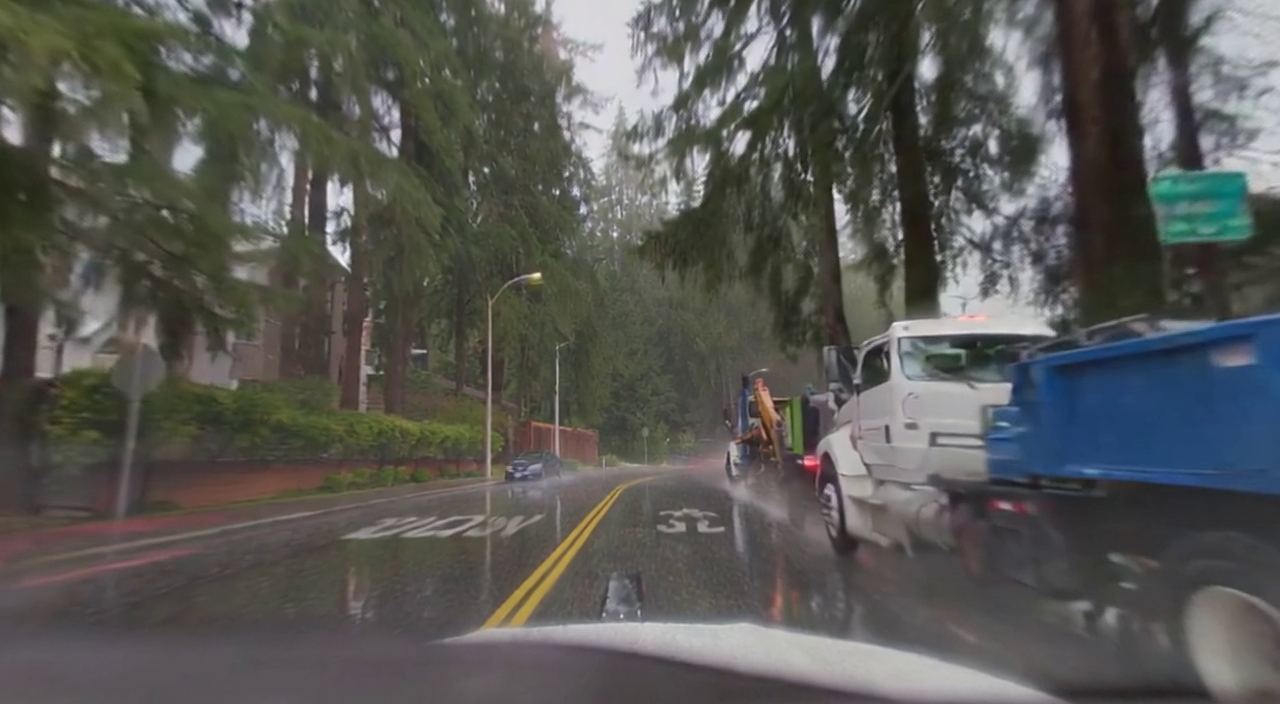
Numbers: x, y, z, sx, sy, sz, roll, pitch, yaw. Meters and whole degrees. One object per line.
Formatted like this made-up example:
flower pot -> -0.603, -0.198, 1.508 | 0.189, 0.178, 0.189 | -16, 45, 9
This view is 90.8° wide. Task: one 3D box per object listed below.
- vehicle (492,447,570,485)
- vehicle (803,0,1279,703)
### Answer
vehicle -> -4.525, 4.787, 26.927 | 1.930, 1.487, 4.213 | -2, -9, 10
vehicle -> 3.864, 0.325, 4.491 | 3.107, 3.379, 8.460 | -1, -8, 0
